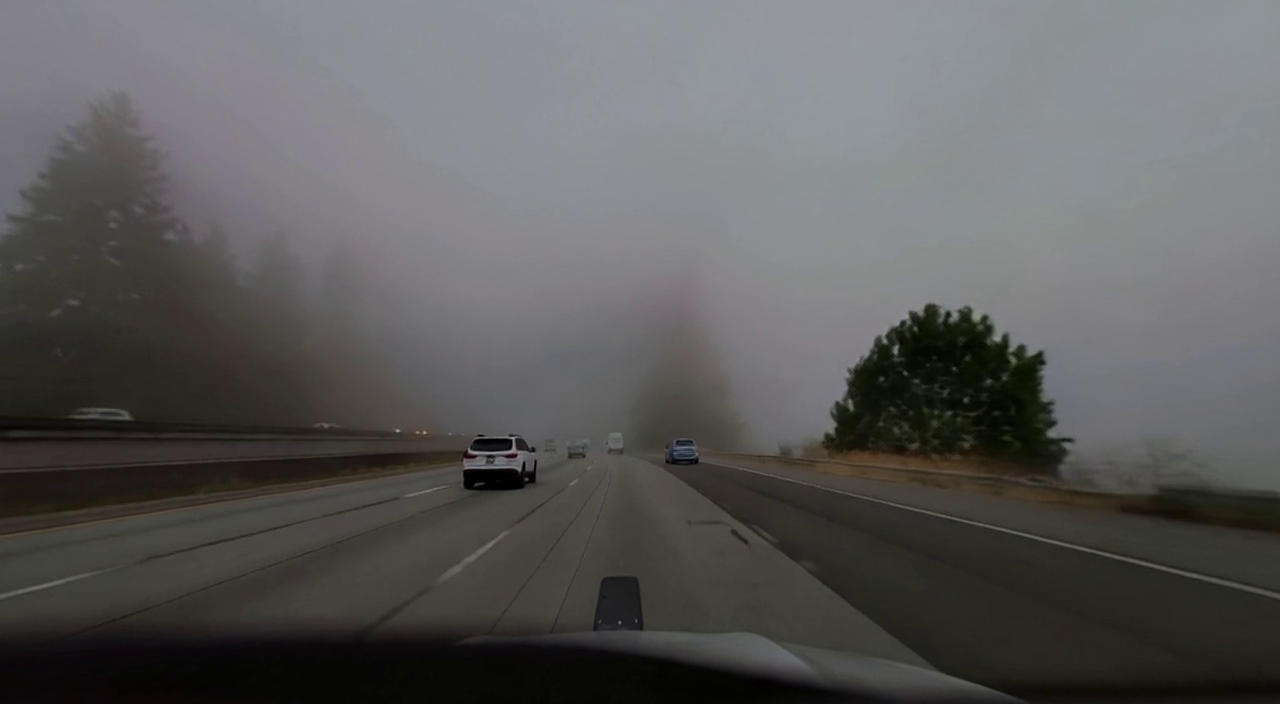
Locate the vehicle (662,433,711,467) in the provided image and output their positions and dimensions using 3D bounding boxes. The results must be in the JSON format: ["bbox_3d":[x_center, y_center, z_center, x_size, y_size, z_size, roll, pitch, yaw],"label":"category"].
[{"bbox_3d":[2.413,5.272,33.813,2.053,1.698,4.097,1,-9,-3],"label":"vehicle"}]

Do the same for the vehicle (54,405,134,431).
[{"bbox_3d":[-37.416,4.578,43.273,1.756,1.550,4.277,0,-9,-2],"label":"vehicle"}]

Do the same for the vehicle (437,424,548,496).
[{"bbox_3d":[-3.797,2.868,17.037,2.002,1.680,4.301,0,-9,0],"label":"vehicle"}]
